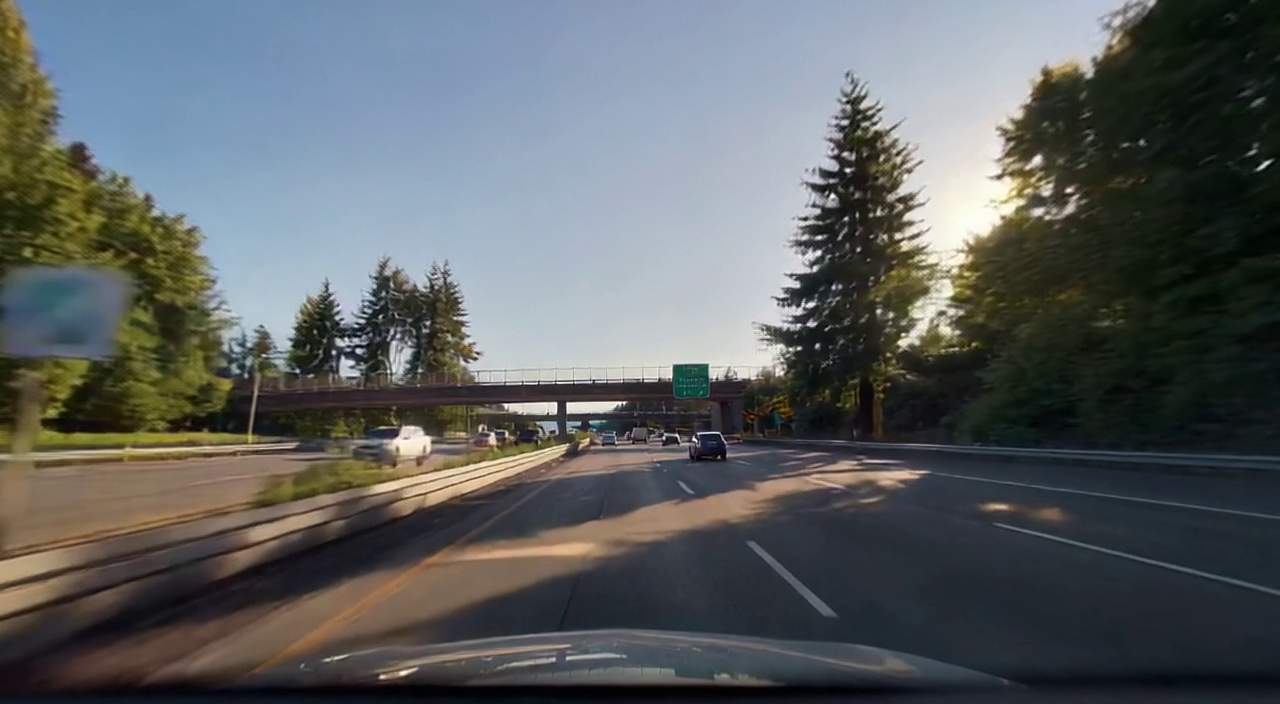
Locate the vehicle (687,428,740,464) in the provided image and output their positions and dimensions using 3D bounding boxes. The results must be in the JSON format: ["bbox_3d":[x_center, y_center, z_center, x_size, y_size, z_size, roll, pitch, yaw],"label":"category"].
[{"bbox_3d":[3.444,4.466,30.178,1.938,1.578,3.764,0,-8,-3],"label":"vehicle"}]

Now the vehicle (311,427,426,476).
[{"bbox_3d":[-8.952,3.294,21.282,1.987,1.445,4.485,0,-8,-1],"label":"vehicle"}]
